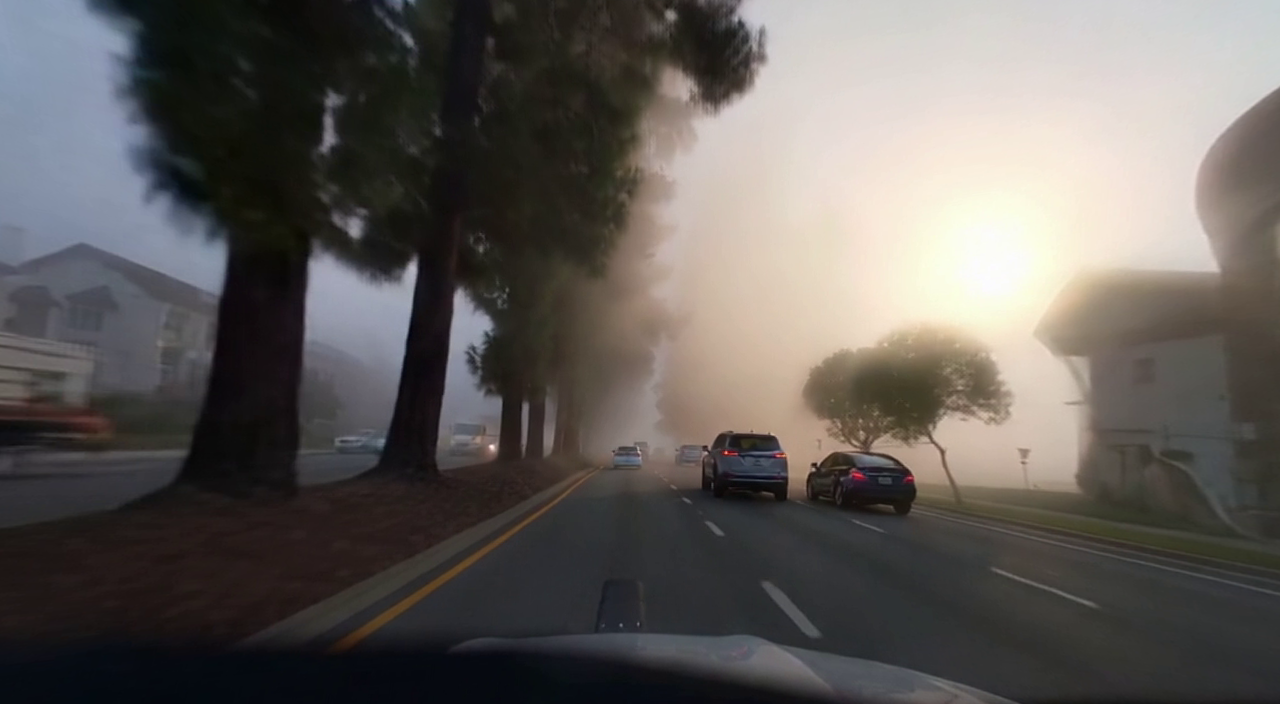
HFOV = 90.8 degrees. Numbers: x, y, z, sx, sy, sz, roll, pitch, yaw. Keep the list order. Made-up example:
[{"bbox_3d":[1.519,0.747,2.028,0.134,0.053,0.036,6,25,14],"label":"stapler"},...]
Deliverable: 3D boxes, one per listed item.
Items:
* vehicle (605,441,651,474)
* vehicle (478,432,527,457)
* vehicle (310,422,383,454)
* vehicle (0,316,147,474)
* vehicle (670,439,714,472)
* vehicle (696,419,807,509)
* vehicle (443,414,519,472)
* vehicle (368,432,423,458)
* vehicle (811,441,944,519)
[{"bbox_3d":[-0.566,5.129,30.919,2.119,1.460,3.847,0,-8,-1],"label":"vehicle"},{"bbox_3d":[-8.703,5.923,40.348,1.981,1.514,4.323,0,-8,2],"label":"vehicle"},{"bbox_3d":[-19.433,5.834,42.181,2.226,1.925,5.293,1,-10,1],"label":"vehicle"},{"bbox_3d":[-15.694,0.614,11.674,2.944,3.472,12.516,0,-8,1],"label":"vehicle"},{"bbox_3d":[2.817,5.718,35.086,1.922,1.708,4.126,0,-8,-2],"label":"vehicle"},{"bbox_3d":[2.778,2.894,16.709,2.035,1.940,4.299,3,-9,-1],"label":"vehicle"},{"bbox_3d":[-11.717,6.636,47.680,2.947,3.206,10.111,0,-1,1],"label":"vehicle"},{"bbox_3d":[-15.679,5.971,40.734,1.770,1.461,4.336,4,-8,0],"label":"vehicle"},{"bbox_3d":[6.242,3.375,17.233,1.913,1.777,4.269,2,-8,-1],"label":"vehicle"}]
